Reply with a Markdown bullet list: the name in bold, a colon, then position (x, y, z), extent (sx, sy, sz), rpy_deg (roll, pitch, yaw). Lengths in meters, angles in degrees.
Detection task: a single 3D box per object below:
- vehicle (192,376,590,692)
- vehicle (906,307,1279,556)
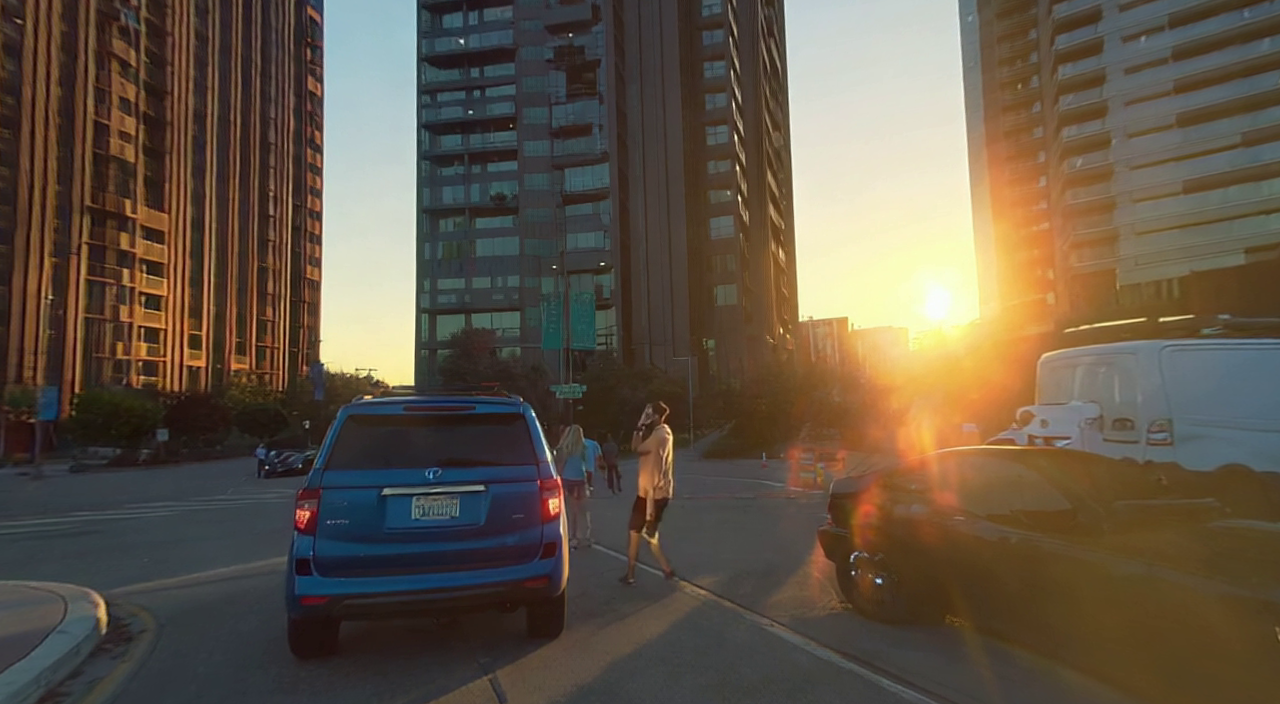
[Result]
- **vehicle**: position (-1.641, 1.318, 5.714), extent (2.144, 1.733, 4.115), rpy_deg (1, -9, -7)
- **vehicle**: position (7.537, 1.025, 8.215), extent (6.932, 2.753, 2.446), rpy_deg (0, -9, 1)
